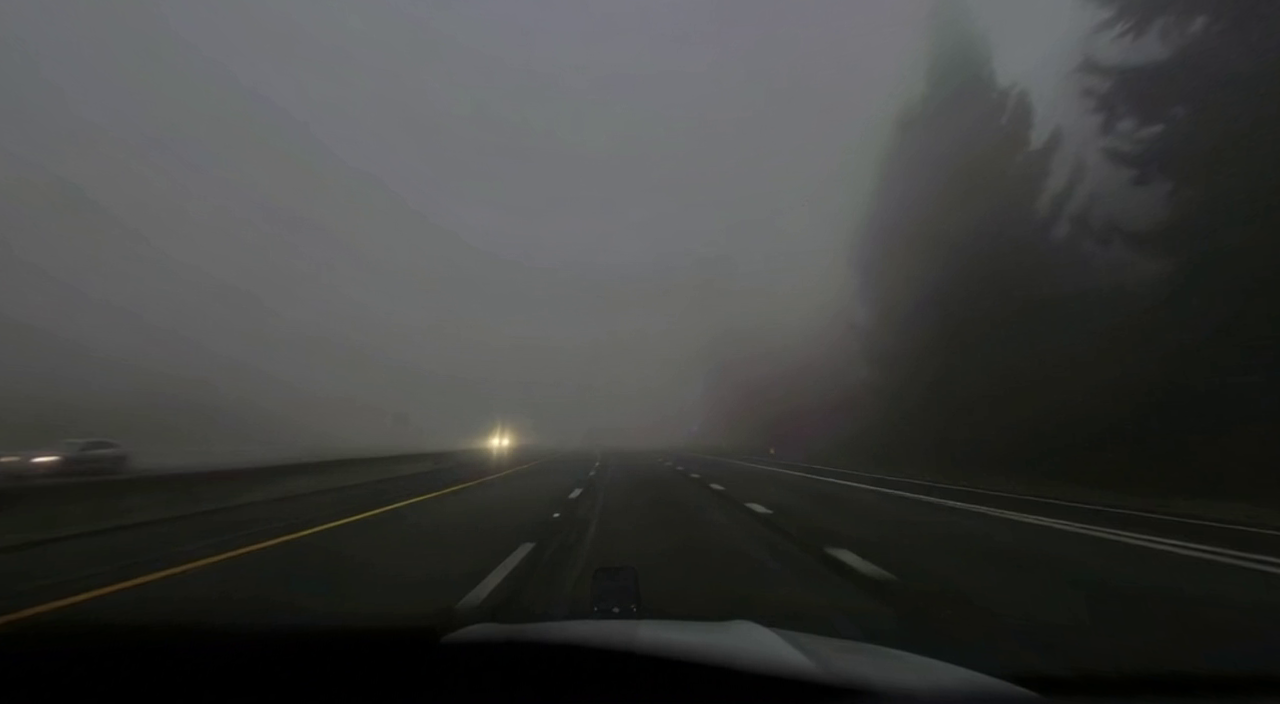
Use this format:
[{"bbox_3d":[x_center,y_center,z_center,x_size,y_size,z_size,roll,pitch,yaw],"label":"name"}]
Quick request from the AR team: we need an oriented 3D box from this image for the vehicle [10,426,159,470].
[{"bbox_3d":[-20.340,3.537,23.322,1.815,1.472,4.124,0,-8,-1],"label":"vehicle"}]
